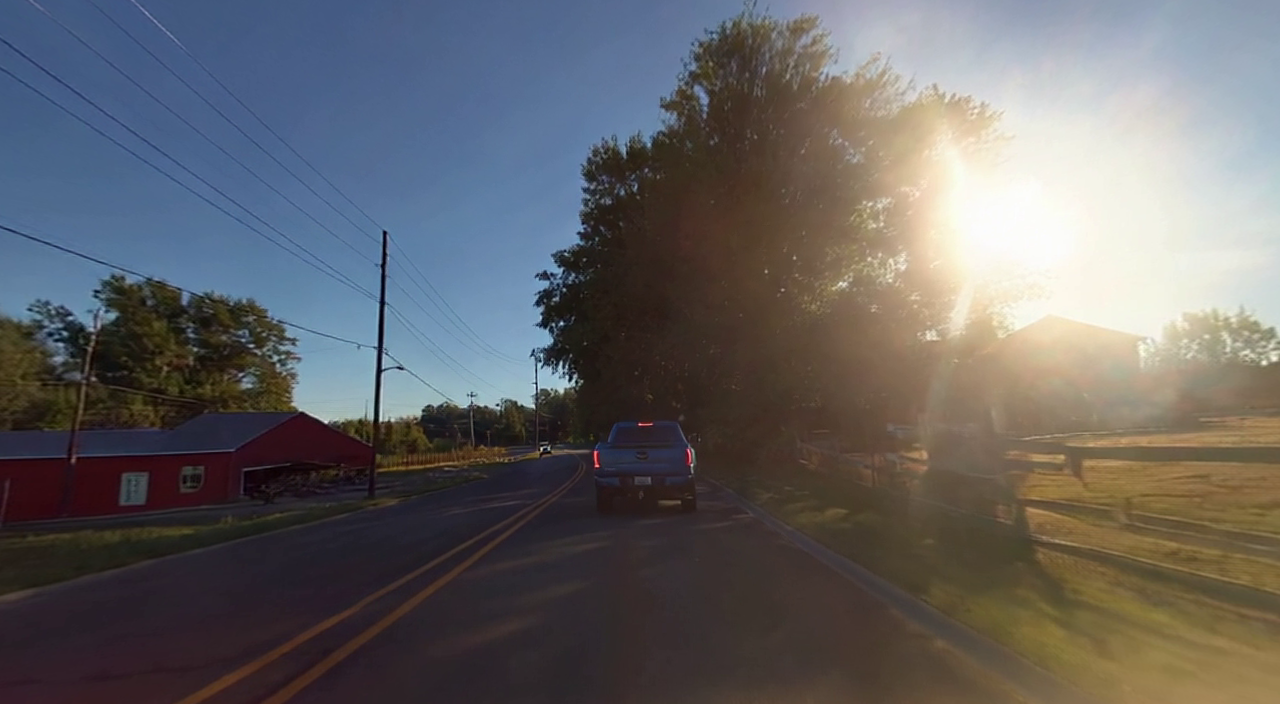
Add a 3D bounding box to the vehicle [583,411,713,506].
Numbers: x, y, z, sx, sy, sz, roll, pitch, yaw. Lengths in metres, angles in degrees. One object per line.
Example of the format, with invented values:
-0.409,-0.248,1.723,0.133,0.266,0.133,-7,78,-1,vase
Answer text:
0.040,2.674,16.330,2.693,1.941,6.356,0,-9,-2,vehicle
